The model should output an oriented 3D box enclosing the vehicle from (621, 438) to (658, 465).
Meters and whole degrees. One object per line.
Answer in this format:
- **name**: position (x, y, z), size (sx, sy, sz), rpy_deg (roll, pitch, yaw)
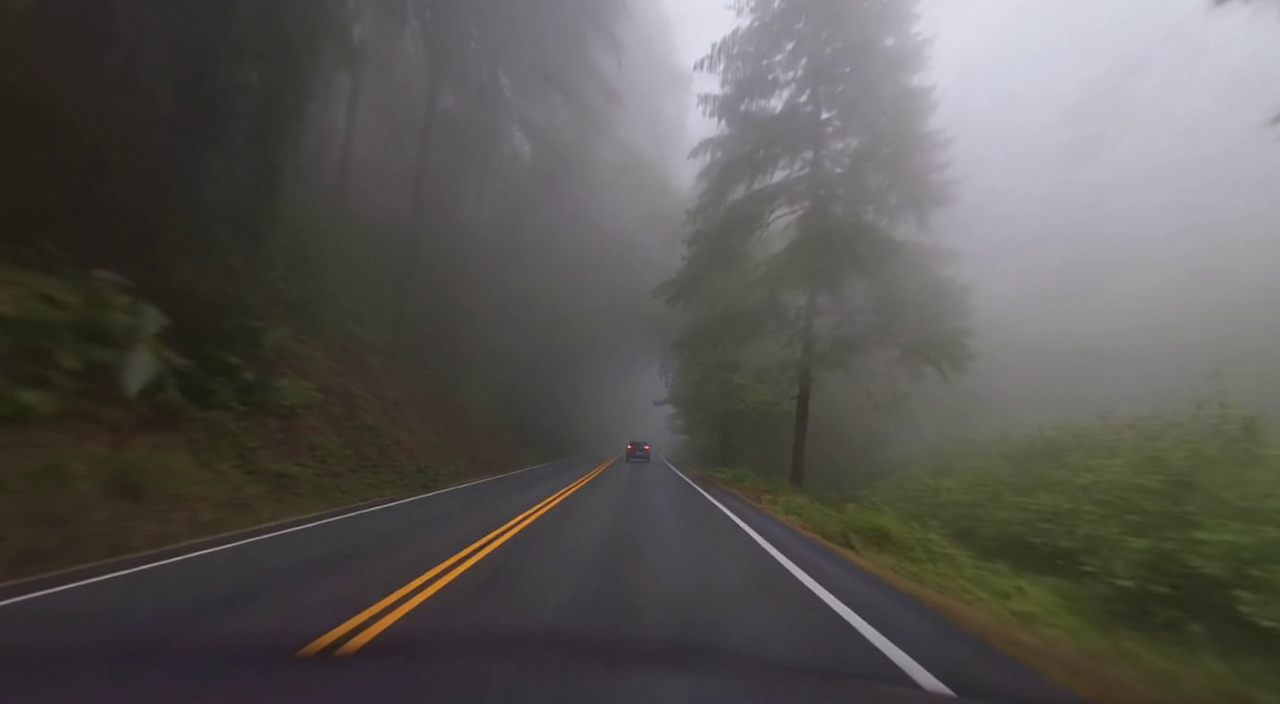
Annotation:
- **vehicle**: position (-0.002, 6.021, 38.243), size (2.120, 1.491, 4.349), rpy_deg (0, -8, 0)
